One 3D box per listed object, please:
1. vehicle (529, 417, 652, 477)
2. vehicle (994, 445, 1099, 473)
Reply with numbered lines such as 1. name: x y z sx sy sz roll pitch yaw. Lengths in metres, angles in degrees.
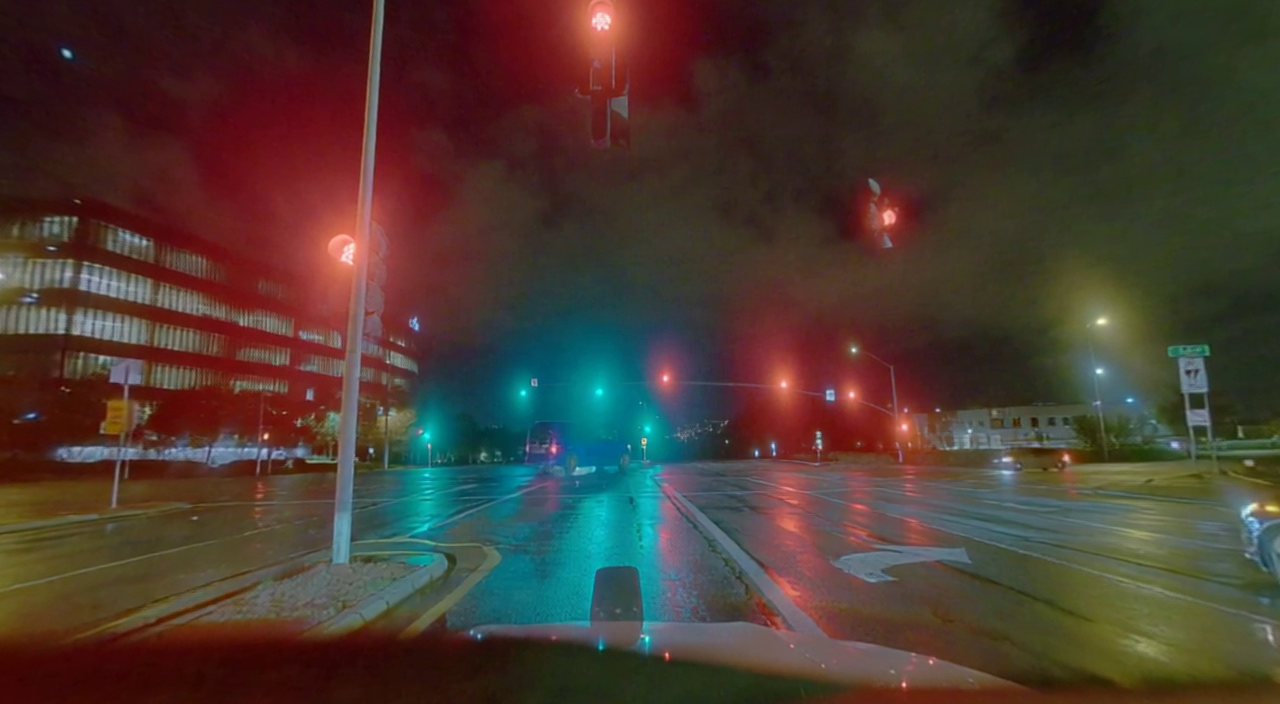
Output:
1. vehicle: -2.701 5.485 36.228 2.678 3.096 7.088 -9 -12 43
2. vehicle: 23.763 6.272 36.729 4.736 1.542 1.966 0 -9 -2
